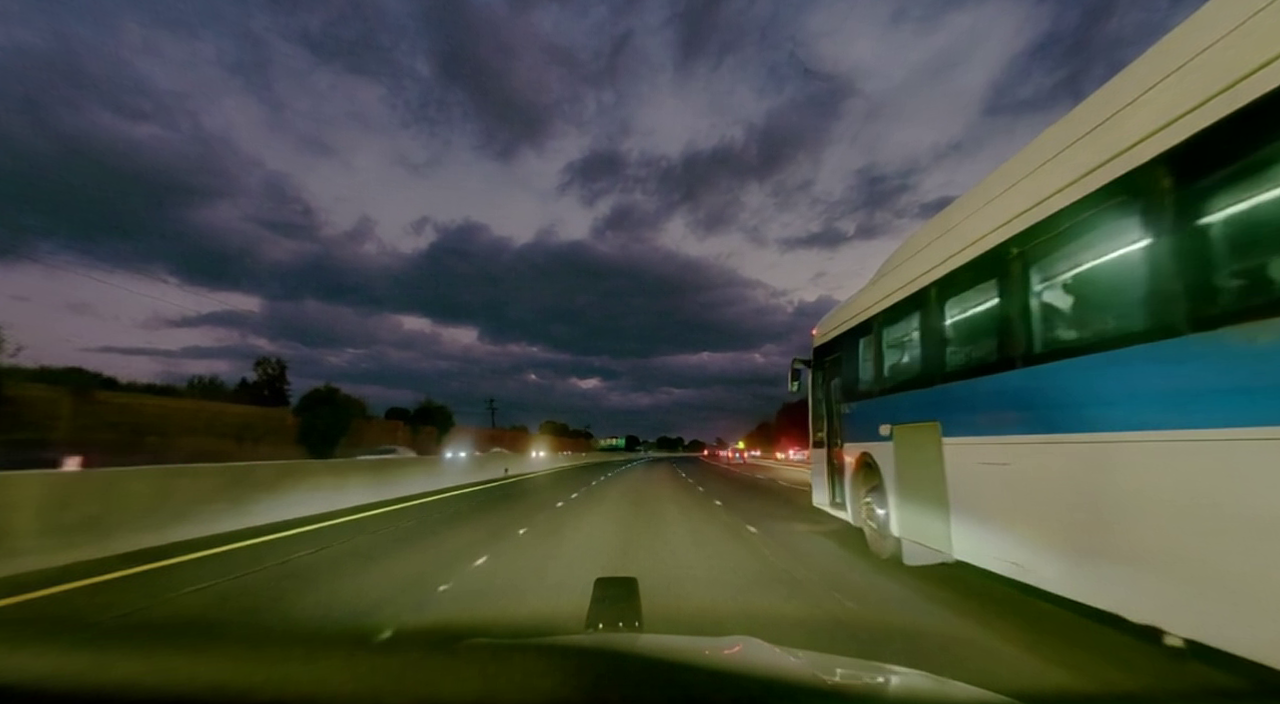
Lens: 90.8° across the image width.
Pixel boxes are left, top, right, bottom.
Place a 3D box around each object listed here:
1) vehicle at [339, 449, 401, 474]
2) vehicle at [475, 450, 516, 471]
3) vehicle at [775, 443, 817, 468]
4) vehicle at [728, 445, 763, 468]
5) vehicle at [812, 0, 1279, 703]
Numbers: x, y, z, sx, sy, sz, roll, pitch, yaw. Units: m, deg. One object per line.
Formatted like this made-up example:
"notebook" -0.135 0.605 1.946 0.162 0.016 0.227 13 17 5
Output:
"vehicle" -17.206 6.997 40.528 1.841 1.472 4.609 -1 -9 2
"vehicle" -10.402 7.822 45.852 1.858 1.437 4.376 -1 -9 1
"vehicle" 11.781 7.842 48.034 2.151 1.734 4.519 0 -9 1
"vehicle" 8.161 8.141 49.318 2.032 1.654 4.089 0 -8 1
"vehicle" 4.346 -0.027 2.953 3.144 3.580 14.591 0 -9 1
